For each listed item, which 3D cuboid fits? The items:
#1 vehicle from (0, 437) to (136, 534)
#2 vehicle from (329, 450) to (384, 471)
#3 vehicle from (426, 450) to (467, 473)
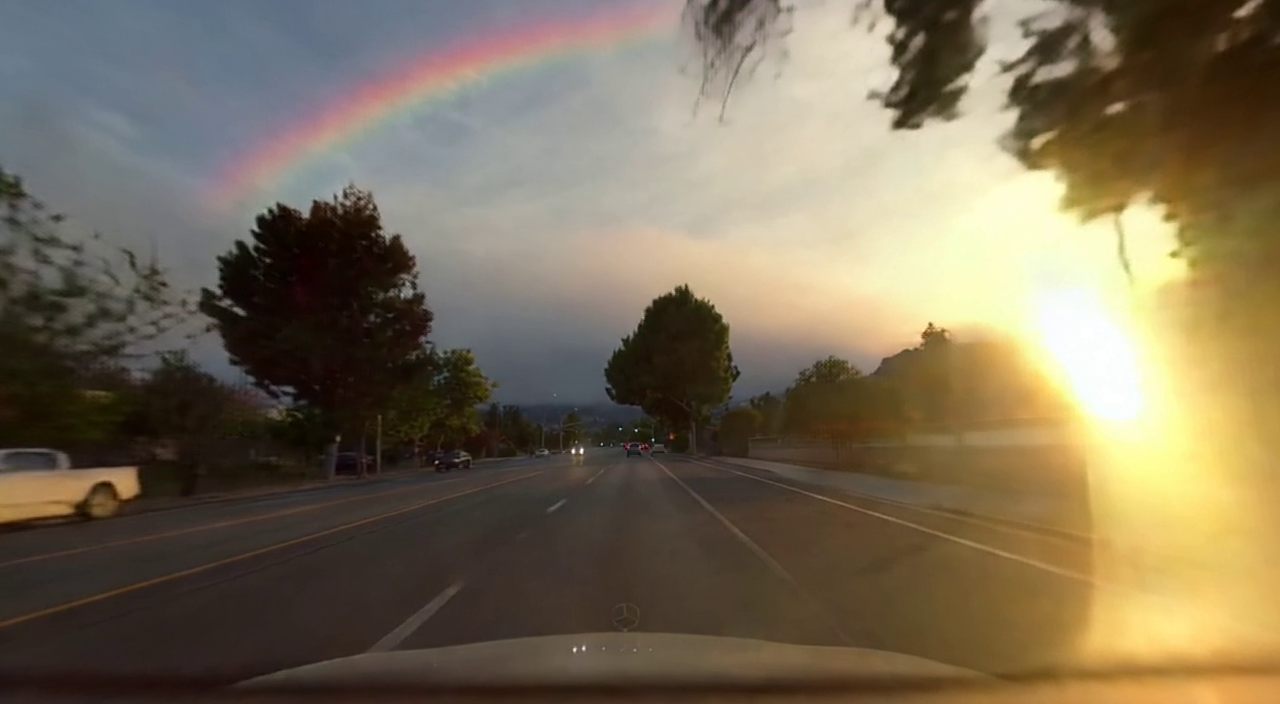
[{"bbox_3d":[-14.336,2.907,13.694,2.251,1.972,5.672,-3,-8,-1],"label":"vehicle"},{"bbox_3d":[-21.584,8.282,48.375,1.916,1.482,4.789,0,-9,1],"label":"vehicle"},{"bbox_3d":[-14.834,8.384,48.629,1.896,1.486,4.285,-4,-8,-2],"label":"vehicle"}]
